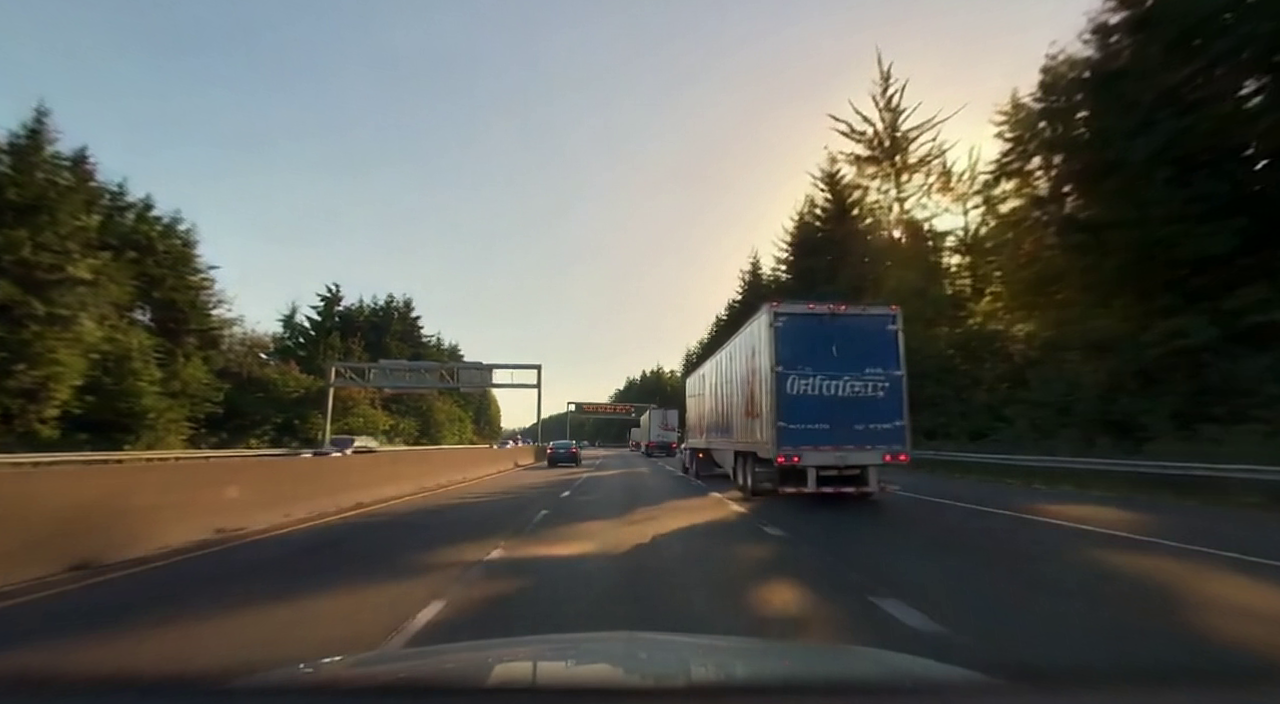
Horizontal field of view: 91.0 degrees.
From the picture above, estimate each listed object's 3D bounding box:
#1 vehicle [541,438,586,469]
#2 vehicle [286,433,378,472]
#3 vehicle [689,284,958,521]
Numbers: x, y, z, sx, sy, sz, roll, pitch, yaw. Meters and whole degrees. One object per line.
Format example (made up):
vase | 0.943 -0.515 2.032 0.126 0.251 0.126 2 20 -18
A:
vehicle | -4.352 5.809 36.293 2.206 1.644 4.027 0 -8 -2
vehicle | -12.381 4.052 25.560 1.908 1.442 3.757 0 -8 -2
vehicle | 3.605 1.740 17.273 2.948 4.045 13.051 0 -8 -2
